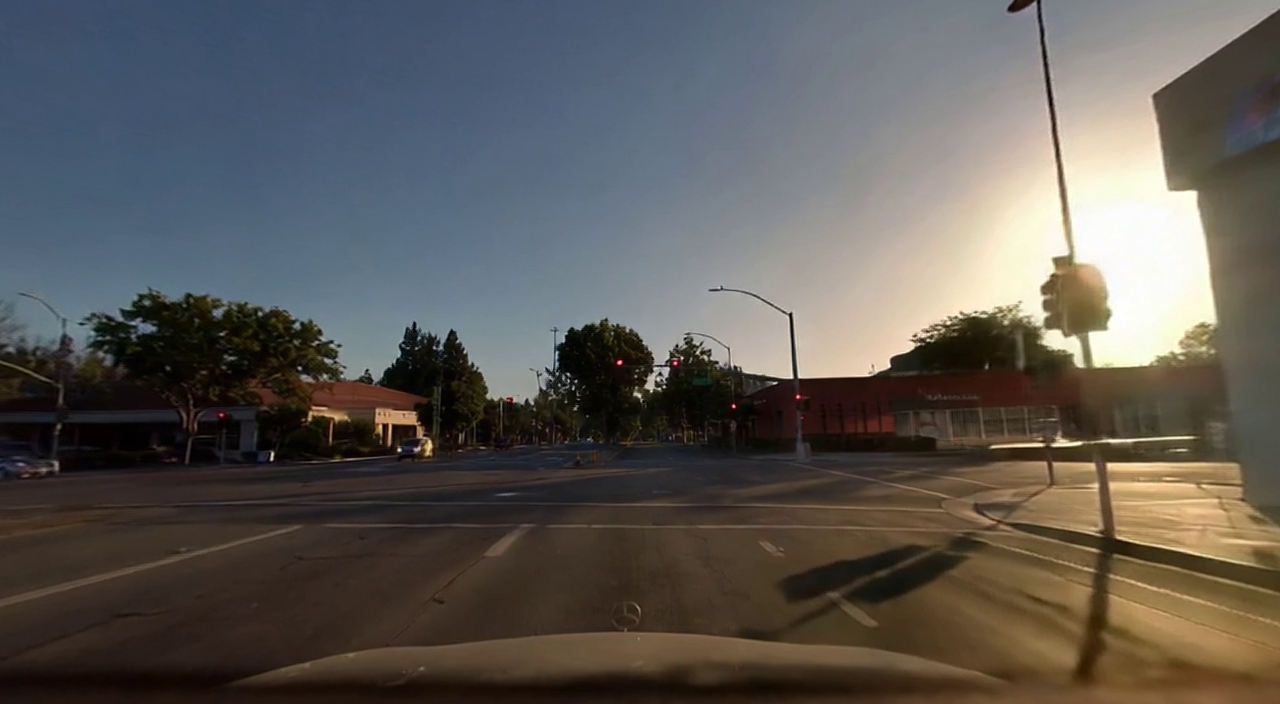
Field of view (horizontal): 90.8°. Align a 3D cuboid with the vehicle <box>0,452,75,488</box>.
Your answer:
[{"bbox_3d":[-27.772,5.108,27.496,4.500,1.465,1.936,0,-8,1],"label":"vehicle"}]
